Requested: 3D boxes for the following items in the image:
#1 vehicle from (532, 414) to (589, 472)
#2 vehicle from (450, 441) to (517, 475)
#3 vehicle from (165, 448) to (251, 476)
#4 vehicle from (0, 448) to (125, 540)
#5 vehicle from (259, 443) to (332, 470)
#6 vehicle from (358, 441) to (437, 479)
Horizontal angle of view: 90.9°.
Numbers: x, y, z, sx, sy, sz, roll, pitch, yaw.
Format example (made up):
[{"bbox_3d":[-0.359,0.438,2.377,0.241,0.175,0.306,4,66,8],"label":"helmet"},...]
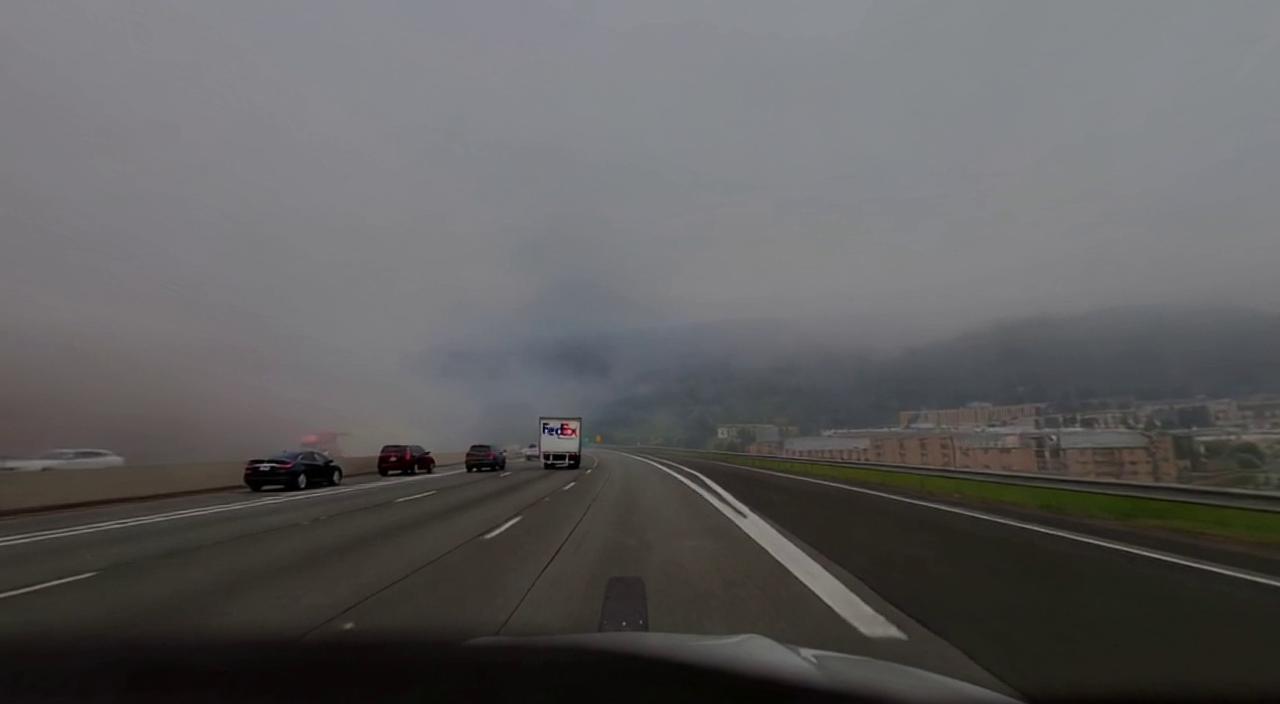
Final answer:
[{"bbox_3d":[-4.785,5.663,39.248,2.798,3.212,7.573,0,-8,-2],"label":"vehicle"},{"bbox_3d":[-8.564,5.830,35.042,2.461,1.767,4.991,0,-8,-1],"label":"vehicle"},{"bbox_3d":[-24.913,6.330,36.635,1.829,1.450,4.706,0,-8,-2],"label":"vehicle"},{"bbox_3d":[-11.613,2.419,10.772,1.879,1.431,4.425,2,-8,0],"label":"vehicle"},{"bbox_3d":[-21.233,6.456,39.116,2.002,1.540,4.662,0,-8,-1],"label":"vehicle"},{"bbox_3d":[-12.260,5.461,32.247,2.188,1.784,4.724,0,-8,-1],"label":"vehicle"}]
